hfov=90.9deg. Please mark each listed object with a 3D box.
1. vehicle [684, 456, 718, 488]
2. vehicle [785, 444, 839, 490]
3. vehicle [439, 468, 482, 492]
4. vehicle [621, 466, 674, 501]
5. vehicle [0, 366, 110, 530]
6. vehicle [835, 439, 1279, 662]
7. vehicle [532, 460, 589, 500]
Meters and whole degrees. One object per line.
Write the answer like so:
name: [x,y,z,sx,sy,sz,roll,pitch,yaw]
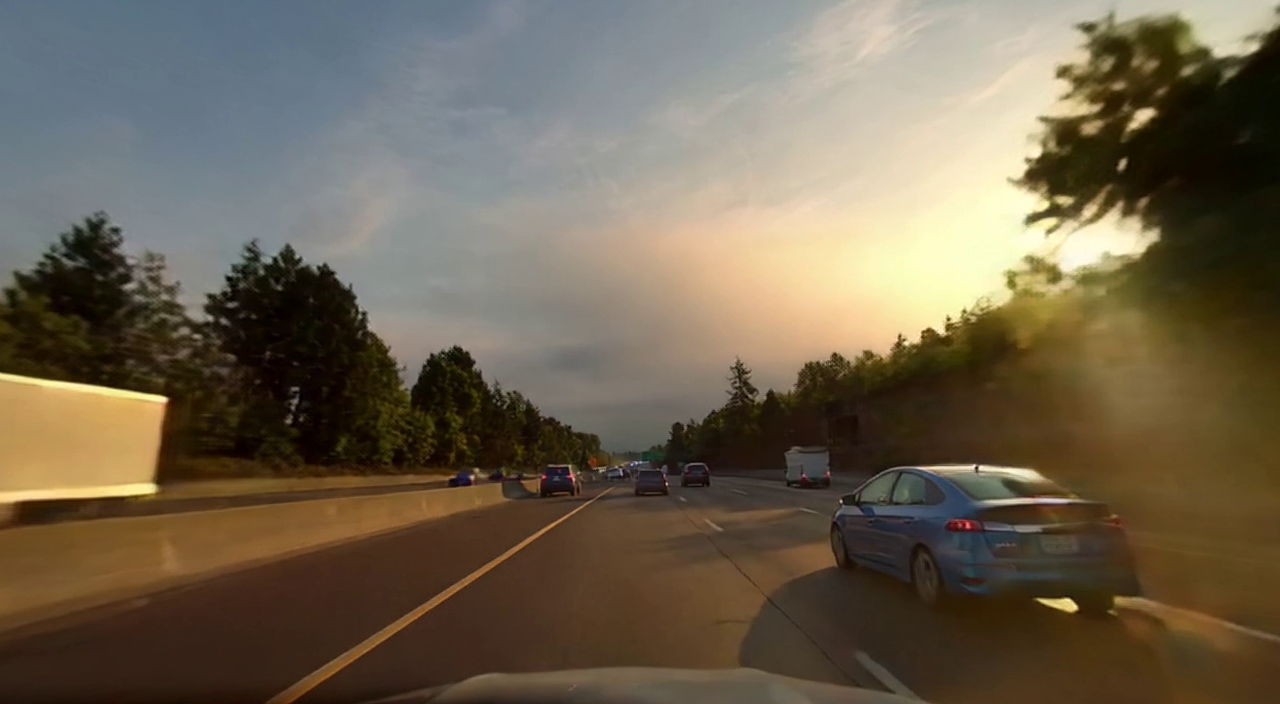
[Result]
vehicle: [4.388,8.670,45.696,2.030,2.172,3.621,1,-10,-1]
vehicle: [11.697,7.865,43.212,2.343,2.919,4.417,1,-10,-1]
vehicle: [-13.268,9.497,46.868,1.921,1.633,4.323,0,-10,0]
vehicle: [0.356,5.944,28.692,2.241,1.425,3.973,0,-10,0]
vehicle: [-16.150,1.816,12.324,2.875,3.702,9.671,0,-10,1]
vehicle: [3.606,1.766,6.477,1.938,1.561,3.786,1,-10,-1]
vehicle: [-3.654,5.981,29.624,2.021,1.706,4.247,0,-10,1]
